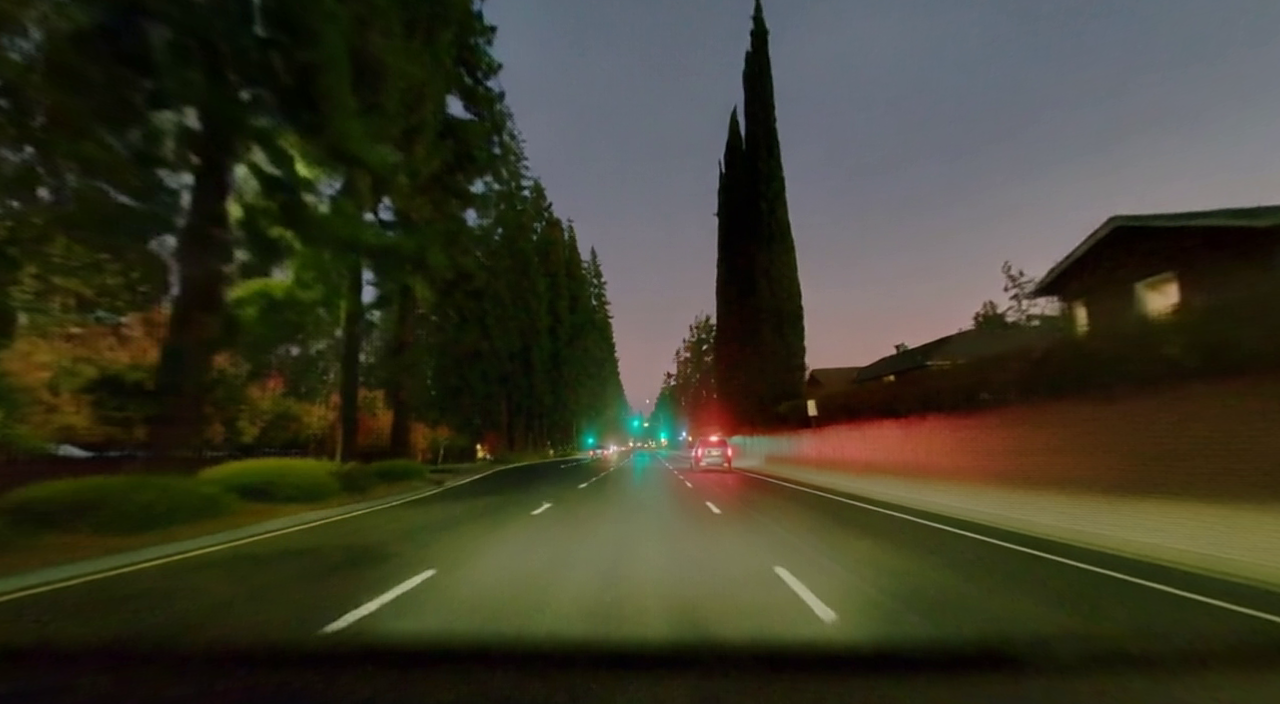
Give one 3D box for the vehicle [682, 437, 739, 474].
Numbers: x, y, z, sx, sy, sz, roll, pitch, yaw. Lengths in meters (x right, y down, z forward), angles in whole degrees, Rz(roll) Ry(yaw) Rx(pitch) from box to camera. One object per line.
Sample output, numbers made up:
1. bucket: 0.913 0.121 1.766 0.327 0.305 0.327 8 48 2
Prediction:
1. vehicle: 3.388 5.115 31.350 2.321 1.695 5.037 0 -8 1
